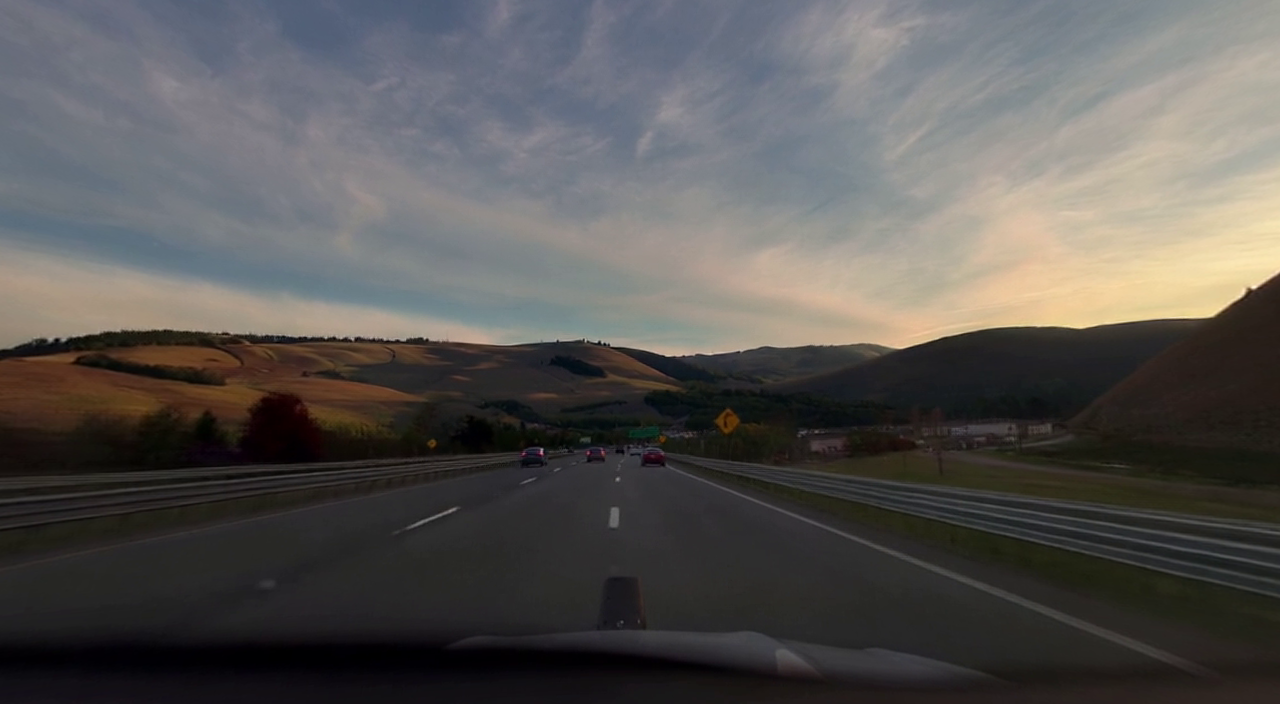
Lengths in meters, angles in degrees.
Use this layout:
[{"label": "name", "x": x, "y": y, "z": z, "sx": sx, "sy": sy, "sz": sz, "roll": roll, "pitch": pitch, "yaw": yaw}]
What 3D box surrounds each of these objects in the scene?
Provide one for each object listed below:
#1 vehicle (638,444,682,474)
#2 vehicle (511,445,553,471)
[{"label": "vehicle", "x": 1.007, "y": 5.727, "z": 33.947, "sx": 2.019, "sy": 1.475, "sz": 4.301, "roll": 0, "pitch": -9, "yaw": -3}, {"label": "vehicle", "x": -6.540, "y": 6.439, "z": 38.392, "sx": 1.955, "sy": 1.468, "sz": 3.637, "roll": 0, "pitch": -9, "yaw": -1}]
